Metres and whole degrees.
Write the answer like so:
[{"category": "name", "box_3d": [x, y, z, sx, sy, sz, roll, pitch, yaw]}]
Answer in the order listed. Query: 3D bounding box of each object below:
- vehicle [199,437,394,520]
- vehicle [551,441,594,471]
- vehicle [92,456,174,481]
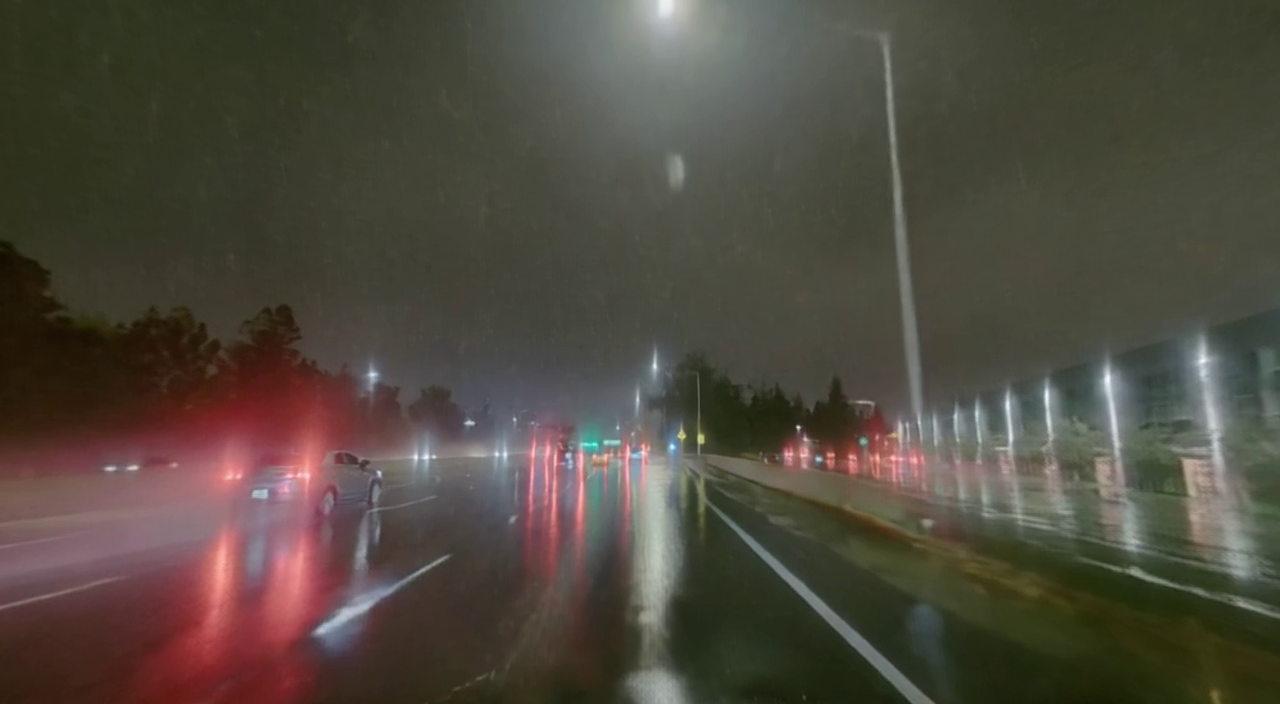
[{"category": "vehicle", "box_3d": [-7.867, 2.899, 15.072, 2.071, 1.661, 4.540, 0, -8, 0]}, {"category": "vehicle", "box_3d": [-4.153, 6.424, 39.215, 2.158, 1.717, 4.375, 0, -8, 0]}, {"category": "vehicle", "box_3d": [-34.809, 8.000, 43.416, 1.836, 1.524, 4.523, 0, -8, 1]}]
